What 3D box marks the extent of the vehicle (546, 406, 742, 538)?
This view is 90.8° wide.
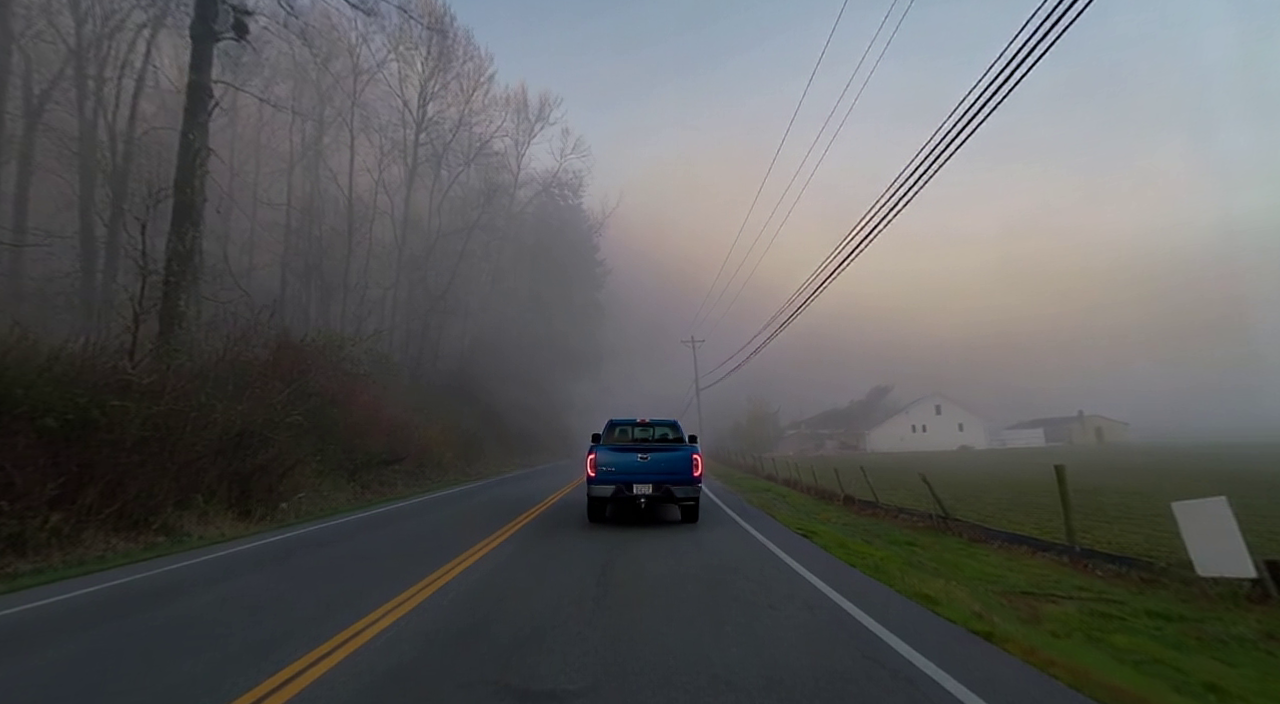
[{"bbox_3d":[-0.008,2.138,11.987,2.774,1.861,5.885,0,-8,-1],"label":"vehicle"}]
